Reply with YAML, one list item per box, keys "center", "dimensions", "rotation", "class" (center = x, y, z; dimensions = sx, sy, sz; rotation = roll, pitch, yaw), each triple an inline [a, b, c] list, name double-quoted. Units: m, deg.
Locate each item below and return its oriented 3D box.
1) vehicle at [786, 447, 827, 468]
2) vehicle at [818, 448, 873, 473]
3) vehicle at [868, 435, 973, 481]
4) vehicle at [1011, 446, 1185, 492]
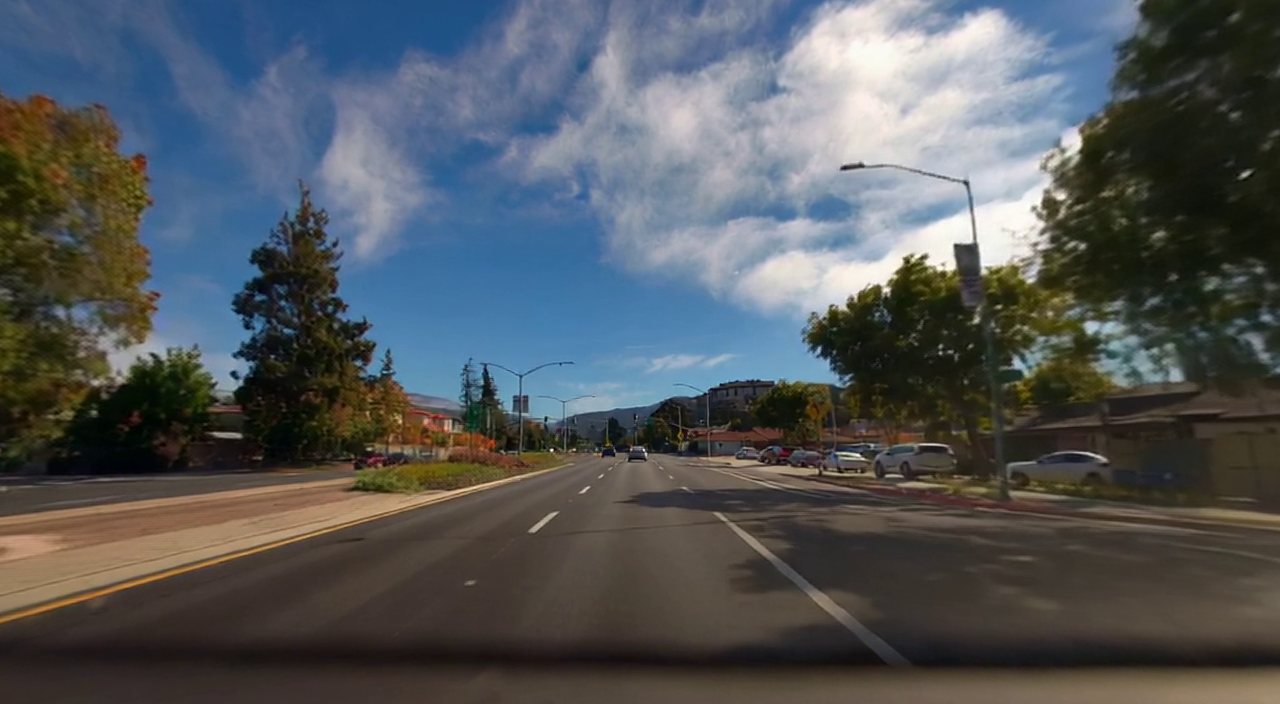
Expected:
- center: [12.386, 7.900, 47.275]
  dimensions: [1.836, 1.448, 4.624]
  rotation: [-1, -9, 1]
  class: "vehicle"
- center: [12.756, 6.738, 39.529]
  dimensions: [1.916, 1.452, 4.651]
  rotation: [0, -8, 0]
  class: "vehicle"
- center: [13.159, 4.989, 30.121]
  dimensions: [2.047, 1.950, 5.112]
  rotation: [1, -9, -9]
  class: "vehicle"
- center: [15.978, 4.063, 22.320]
  dimensions: [1.826, 1.420, 4.533]
  rotation: [5, -10, -32]
  class: "vehicle"
